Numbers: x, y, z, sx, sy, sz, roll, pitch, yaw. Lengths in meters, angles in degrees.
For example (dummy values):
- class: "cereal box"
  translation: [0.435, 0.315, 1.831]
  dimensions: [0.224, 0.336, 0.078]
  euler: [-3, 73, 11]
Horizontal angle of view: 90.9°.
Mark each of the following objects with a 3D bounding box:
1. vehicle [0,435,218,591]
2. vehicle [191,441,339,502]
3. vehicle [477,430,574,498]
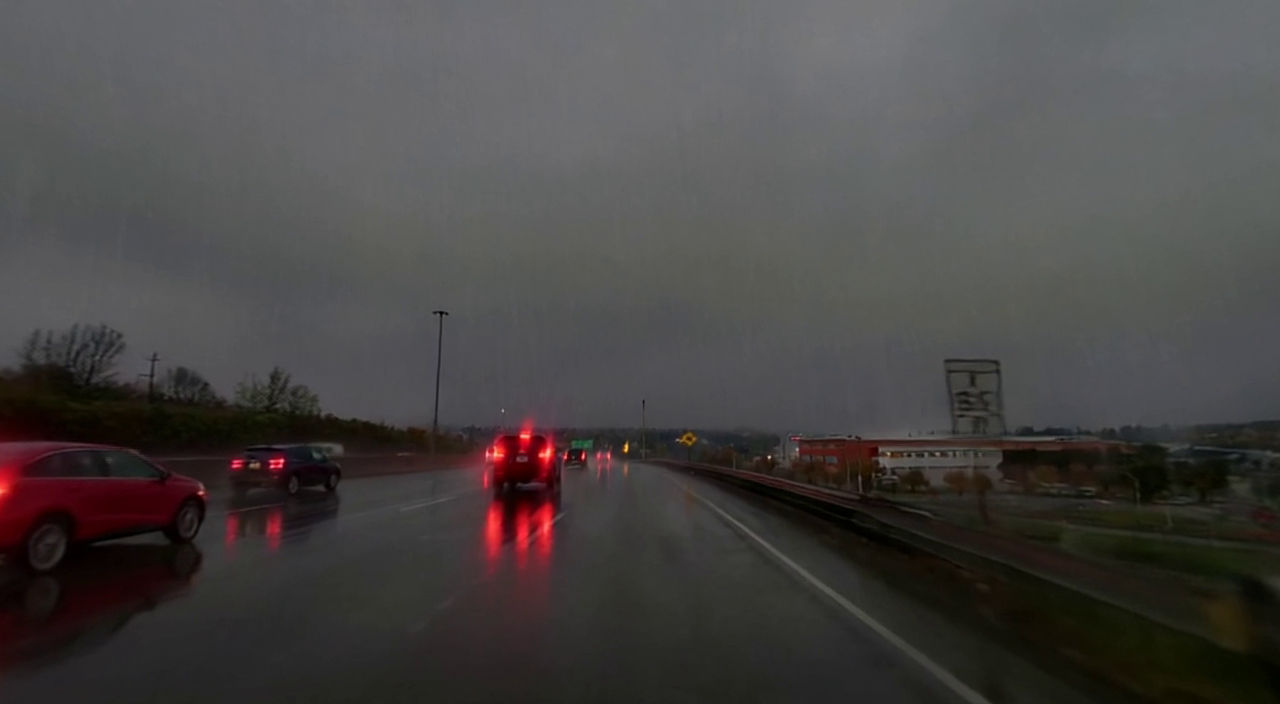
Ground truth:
- class: "vehicle"
  translation: [-7.144, 1.778, 7.573]
  dimensions: [1.796, 1.509, 3.393]
  euler: [0, -8, -1]
- class: "vehicle"
  translation: [-11.424, 3.631, 19.655]
  dimensions: [1.919, 1.665, 4.394]
  euler: [0, -8, -1]
- class: "vehicle"
  translation: [-3.678, 3.689, 21.363]
  dimensions: [2.301, 1.985, 5.247]
  euler: [0, -8, 0]
